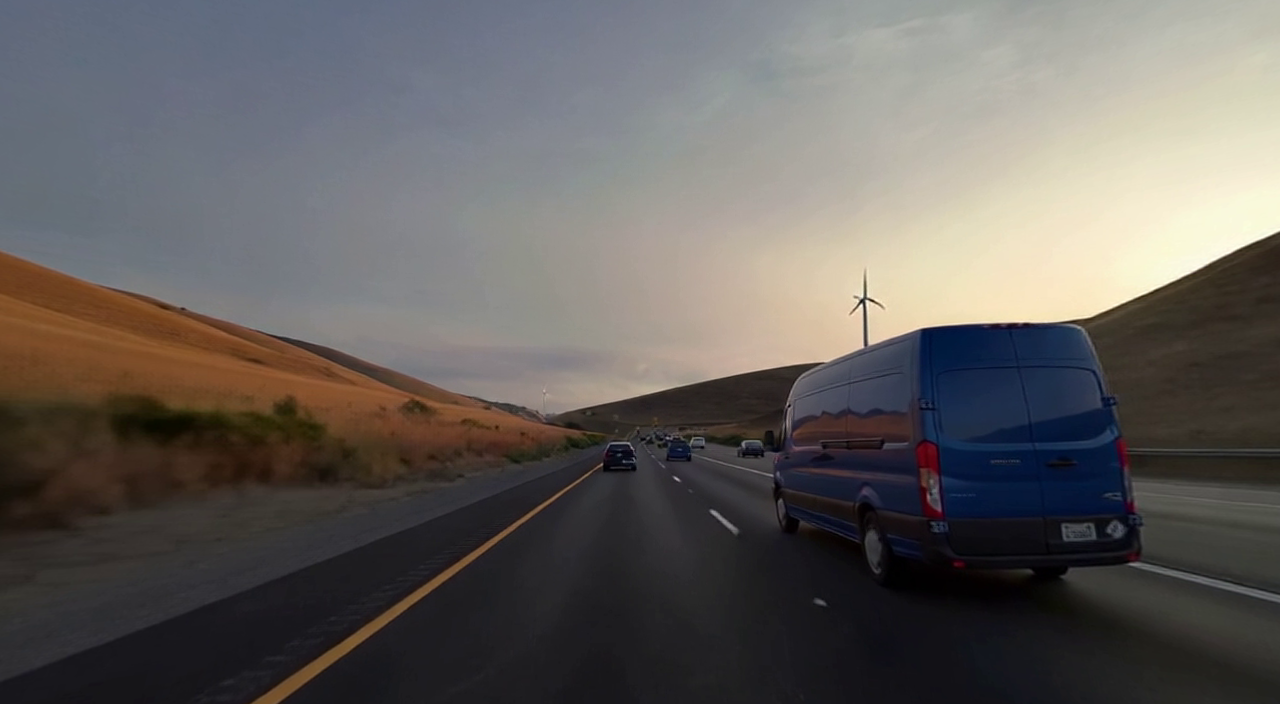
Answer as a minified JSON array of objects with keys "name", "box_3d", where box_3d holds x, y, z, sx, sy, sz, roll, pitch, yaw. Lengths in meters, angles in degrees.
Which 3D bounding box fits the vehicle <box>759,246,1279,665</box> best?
[{"name":"vehicle","box_3d":[3.058,1.012,6.866,2.365,2.630,5.754,0,-8,0]}]

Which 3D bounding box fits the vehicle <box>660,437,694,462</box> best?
[{"name":"vehicle","box_3d":[2.633,6.977,45.463,2.108,1.717,3.996,0,-8,-1]}]

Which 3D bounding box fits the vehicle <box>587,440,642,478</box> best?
[{"name":"vehicle","box_3d":[-1.009,4.395,26.280,2.082,1.445,3.826,0,-8,-1]}]

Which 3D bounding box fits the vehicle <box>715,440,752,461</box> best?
[{"name":"vehicle","box_3d":[6.762,7.161,45.972,1.858,1.475,4.421,0,-8,-2]}]
